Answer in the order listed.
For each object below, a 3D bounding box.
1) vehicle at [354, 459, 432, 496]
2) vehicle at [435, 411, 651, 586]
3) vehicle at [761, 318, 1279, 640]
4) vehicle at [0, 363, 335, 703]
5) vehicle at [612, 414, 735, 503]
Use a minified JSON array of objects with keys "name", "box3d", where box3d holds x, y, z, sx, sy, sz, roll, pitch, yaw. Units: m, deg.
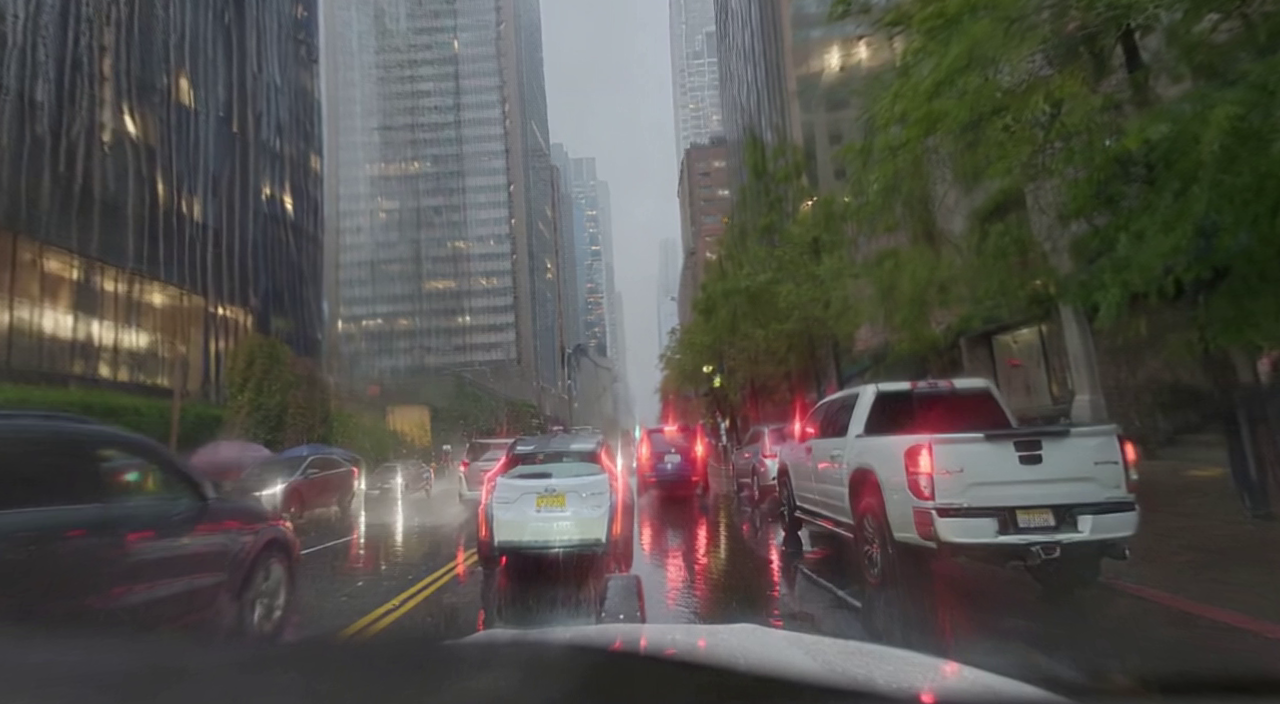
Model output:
[{"name":"vehicle","box3d":[-12.306,6.257,31.819,2.071,1.505,4.479,-2,-8,1]},{"name":"vehicle","box3d":[-0.922,1.714,8.160,2.076,1.667,3.948,0,-8,0]},{"name":"vehicle","box3d":[3.004,1.179,6.763,2.225,2.070,5.264,0,-8,-1]},{"name":"vehicle","box3d":[-3.791,1.063,3.368,2.000,1.818,4.668,0,-8,0]},{"name":"vehicle","box3d":[1.075,2.753,16.689,2.352,1.953,4.798,-2,-9,14]}]
